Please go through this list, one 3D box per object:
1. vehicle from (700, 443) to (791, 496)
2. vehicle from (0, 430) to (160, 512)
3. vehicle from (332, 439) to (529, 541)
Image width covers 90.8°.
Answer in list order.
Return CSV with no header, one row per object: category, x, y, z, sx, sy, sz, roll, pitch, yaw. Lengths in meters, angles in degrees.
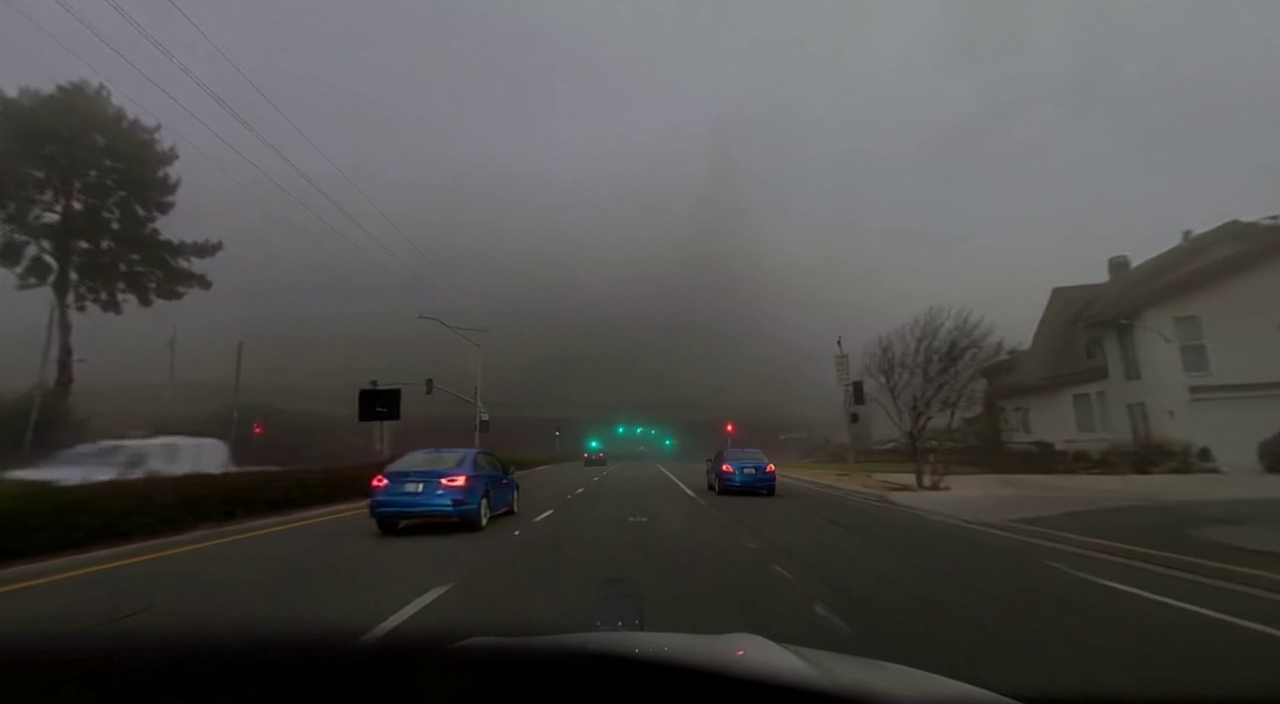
vehicle,3.208,3.677,20.175,2.068,1.497,4.247,0,-8,-2
vehicle,-13.773,2.643,14.436,2.090,1.600,4.492,0,-8,-1
vehicle,-3.500,2.382,11.635,2.060,1.484,4.417,0,-8,1
